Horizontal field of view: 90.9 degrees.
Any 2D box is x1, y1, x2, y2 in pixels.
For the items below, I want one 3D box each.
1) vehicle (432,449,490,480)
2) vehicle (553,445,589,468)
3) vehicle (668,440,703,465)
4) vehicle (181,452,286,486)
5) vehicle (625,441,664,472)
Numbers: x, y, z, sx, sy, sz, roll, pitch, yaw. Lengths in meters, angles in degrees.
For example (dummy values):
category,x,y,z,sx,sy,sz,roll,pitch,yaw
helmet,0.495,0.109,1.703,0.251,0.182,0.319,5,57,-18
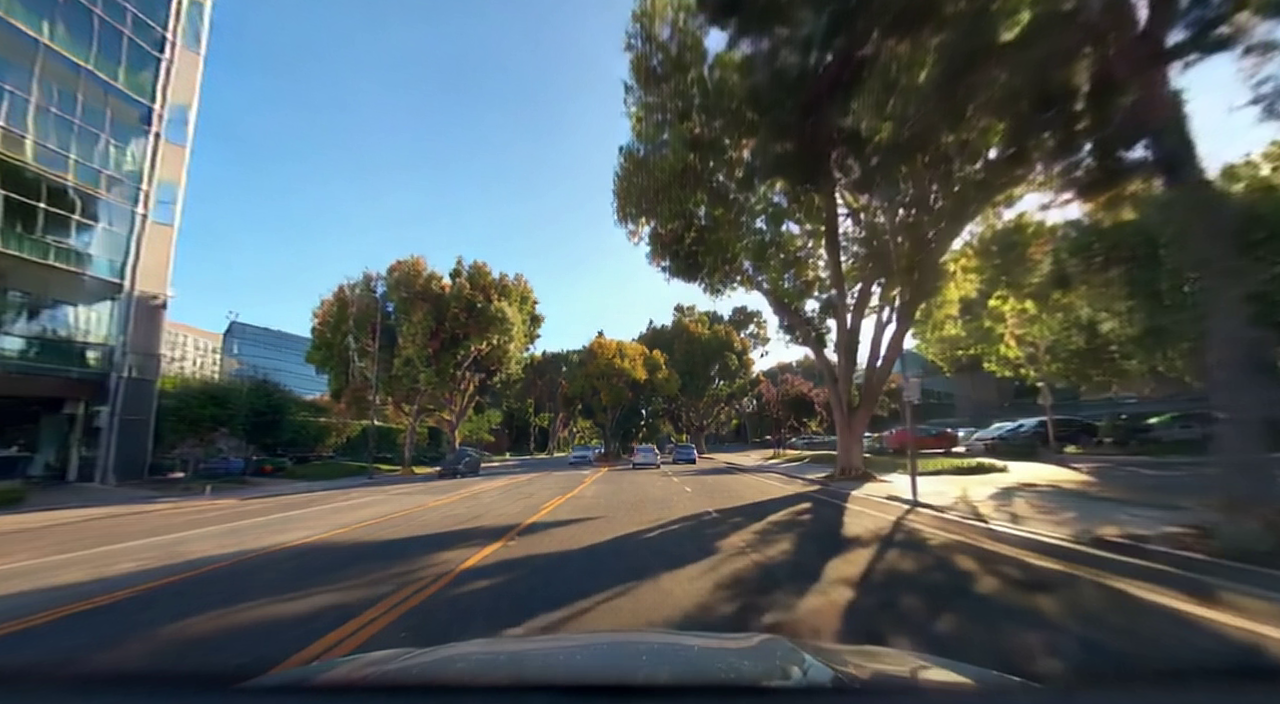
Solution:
category,x,y,z,sx,sy,sz,roll,pitch,yaw
vehicle,-9.402,5.902,33.419,1.889,1.506,3.911,0,-8,0
vehicle,-4.555,6.951,42.129,2.014,1.487,4.591,0,-8,-2
vehicle,3.366,7.567,47.522,2.189,1.766,4.495,0,-8,-1
vehicle,-21.413,6.159,33.328,4.152,1.686,1.873,0,-8,-1
vehicle,0.257,5.833,35.454,2.109,1.612,3.963,0,-8,0
